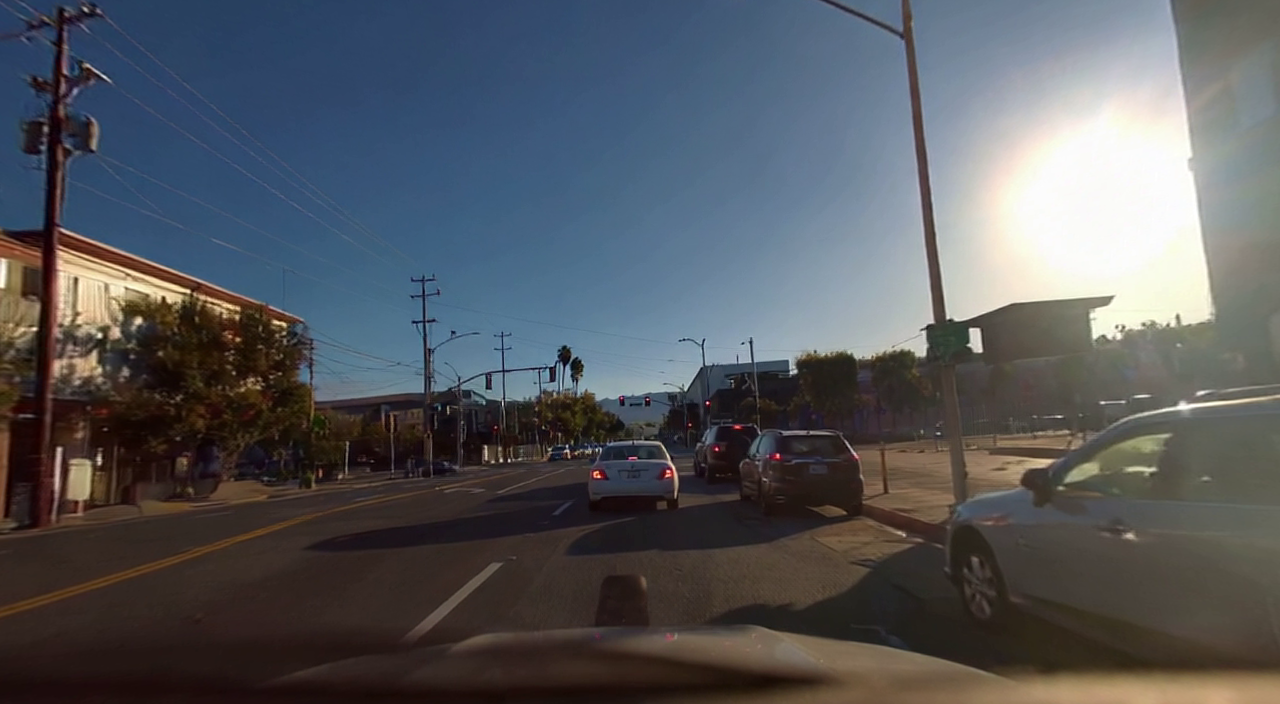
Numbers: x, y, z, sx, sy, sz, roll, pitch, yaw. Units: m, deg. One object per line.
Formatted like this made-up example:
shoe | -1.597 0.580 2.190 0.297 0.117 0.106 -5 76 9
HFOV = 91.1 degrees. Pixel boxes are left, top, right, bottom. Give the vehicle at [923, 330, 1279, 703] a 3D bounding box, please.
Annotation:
vehicle | 3.282 0.872 2.855 1.938 1.714 4.402 0 -8 1

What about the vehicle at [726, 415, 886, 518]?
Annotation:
vehicle | 3.241 2.356 13.384 2.060 1.783 4.579 0 -9 -1

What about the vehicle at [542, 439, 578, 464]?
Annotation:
vehicle | -5.793 7.287 46.035 2.059 1.699 4.252 0 -8 1

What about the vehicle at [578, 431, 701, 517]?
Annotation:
vehicle | 0.026 2.491 13.365 2.153 1.505 4.452 0 -8 1
